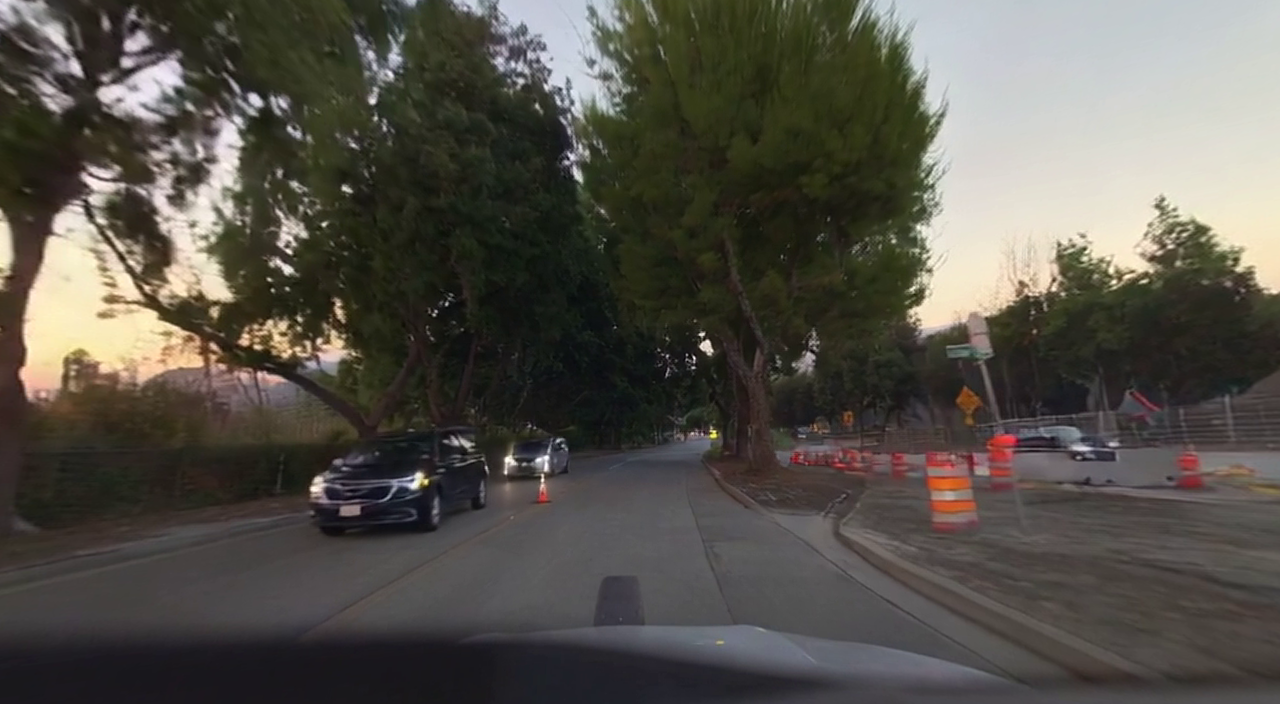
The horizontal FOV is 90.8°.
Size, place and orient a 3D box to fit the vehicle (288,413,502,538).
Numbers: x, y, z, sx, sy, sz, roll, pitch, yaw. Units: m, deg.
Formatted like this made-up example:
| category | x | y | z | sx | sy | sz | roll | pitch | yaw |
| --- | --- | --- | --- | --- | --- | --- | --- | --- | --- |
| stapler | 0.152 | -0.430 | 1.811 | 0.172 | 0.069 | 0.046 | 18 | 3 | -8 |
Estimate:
| category | x | y | z | sx | sy | sz | roll | pitch | yaw |
| --- | --- | --- | --- | --- | --- | --- | --- | --- | --- |
| vehicle | -4.412 | 2.313 | 12.483 | 2.119 | 1.935 | 4.881 | -1 | -8 | 2 |

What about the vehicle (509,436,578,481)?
| category | x | y | z | sx | sy | sz | roll | pitch | yaw |
| --- | --- | --- | --- | --- | --- | --- | --- | --- | --- |
| vehicle | -4.095 | 4.618 | 27.743 | 2.033 | 1.765 | 4.698 | -1 | -8 | 4 |
